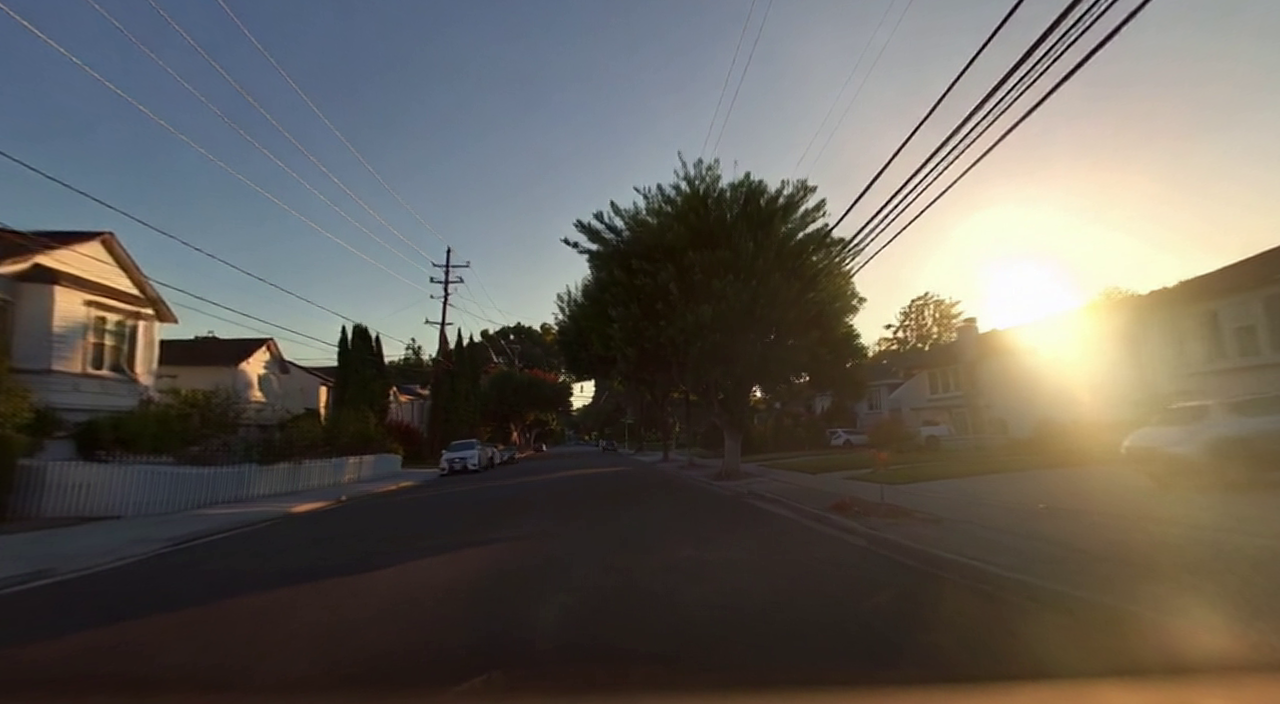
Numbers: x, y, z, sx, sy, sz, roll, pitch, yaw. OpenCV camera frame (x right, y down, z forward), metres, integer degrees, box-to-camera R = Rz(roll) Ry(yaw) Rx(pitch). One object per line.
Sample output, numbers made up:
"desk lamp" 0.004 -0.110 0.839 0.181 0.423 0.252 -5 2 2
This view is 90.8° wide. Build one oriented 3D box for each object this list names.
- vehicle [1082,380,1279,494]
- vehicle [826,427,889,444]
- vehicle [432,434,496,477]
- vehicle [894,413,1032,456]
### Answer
"vehicle" 10.091 1.426 10.199 4.293 1.657 1.961 0 -11 3
"vehicle" 14.331 5.527 41.710 3.606 1.094 1.420 1 -9 -3
"vehicle" -9.082 5.402 33.161 2.240 1.940 5.429 -2 -9 -5
"vehicle" 13.598 3.514 26.776 4.842 1.728 1.875 1 -9 -3
